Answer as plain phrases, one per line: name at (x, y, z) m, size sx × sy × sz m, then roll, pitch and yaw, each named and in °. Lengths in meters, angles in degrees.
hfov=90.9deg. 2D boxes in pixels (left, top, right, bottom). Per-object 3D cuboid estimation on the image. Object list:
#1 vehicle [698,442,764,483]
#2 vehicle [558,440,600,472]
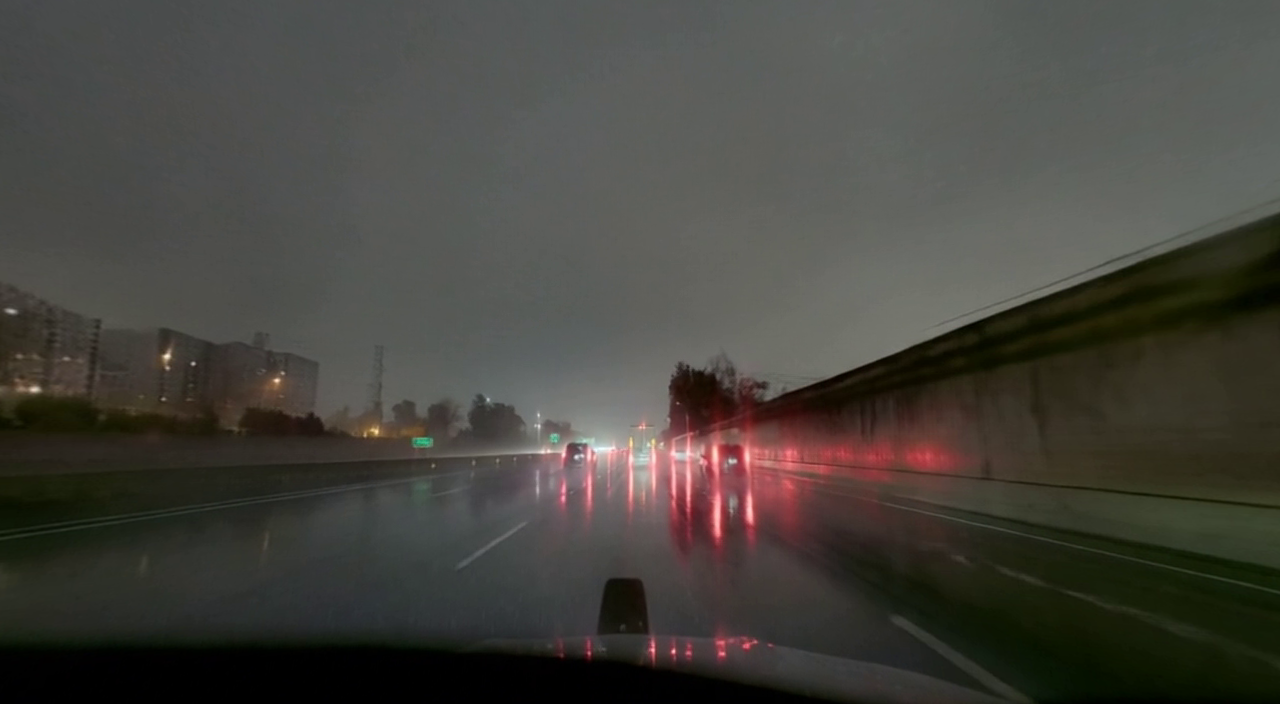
vehicle at (3.667, 4.562, 26.227) m, size 1.973 × 1.536 × 4.337 m, roll 0°, pitch -9°, yaw -2°
vehicle at (-3.661, 6.368, 38.701) m, size 2.014 × 1.811 × 4.369 m, roll 0°, pitch -9°, yaw 1°
